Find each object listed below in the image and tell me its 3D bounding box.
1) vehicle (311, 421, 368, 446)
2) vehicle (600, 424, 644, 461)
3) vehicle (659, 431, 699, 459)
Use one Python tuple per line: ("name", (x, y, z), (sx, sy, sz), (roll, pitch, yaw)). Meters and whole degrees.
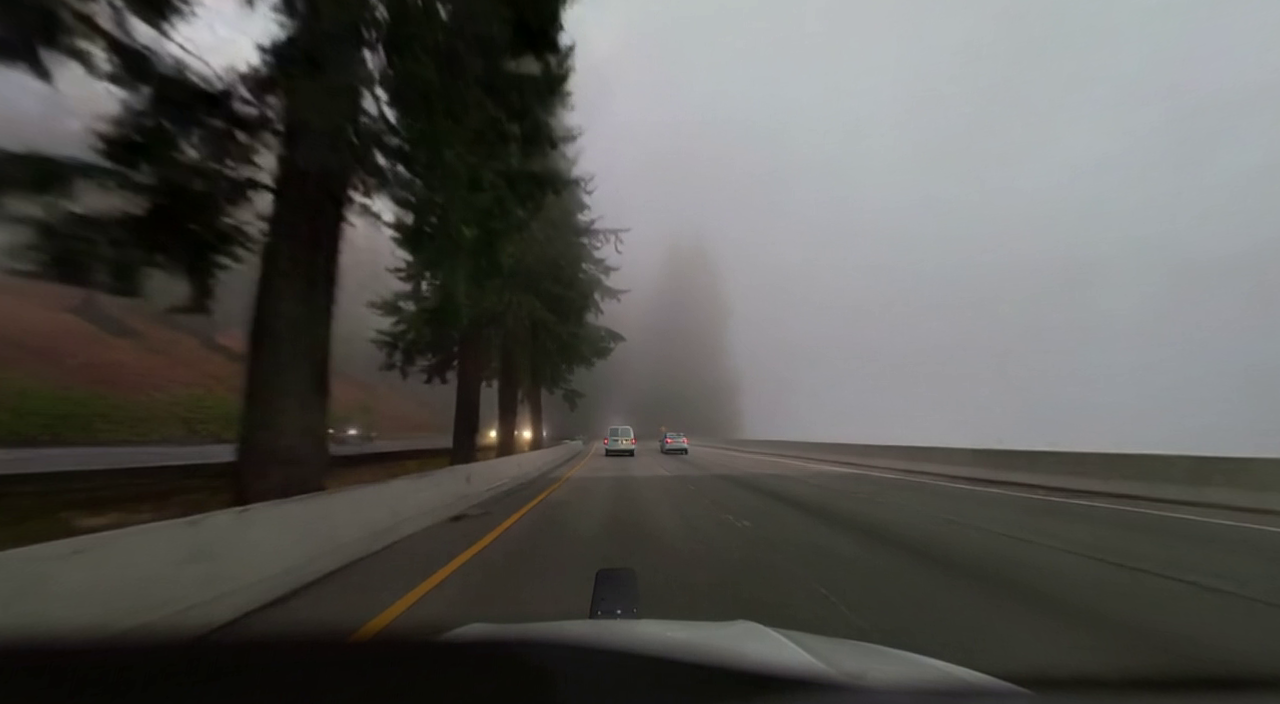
("vehicle", (-18.683, 5.105, 39.321), (1.765, 1.493, 3.712), (0, -8, -1))
("vehicle", (-1.074, 5.303, 37.116), (2.403, 1.994, 4.683), (0, -8, -2))
("vehicle", (2.351, 5.713, 38.731), (1.996, 1.589, 3.715), (0, -8, -4))
